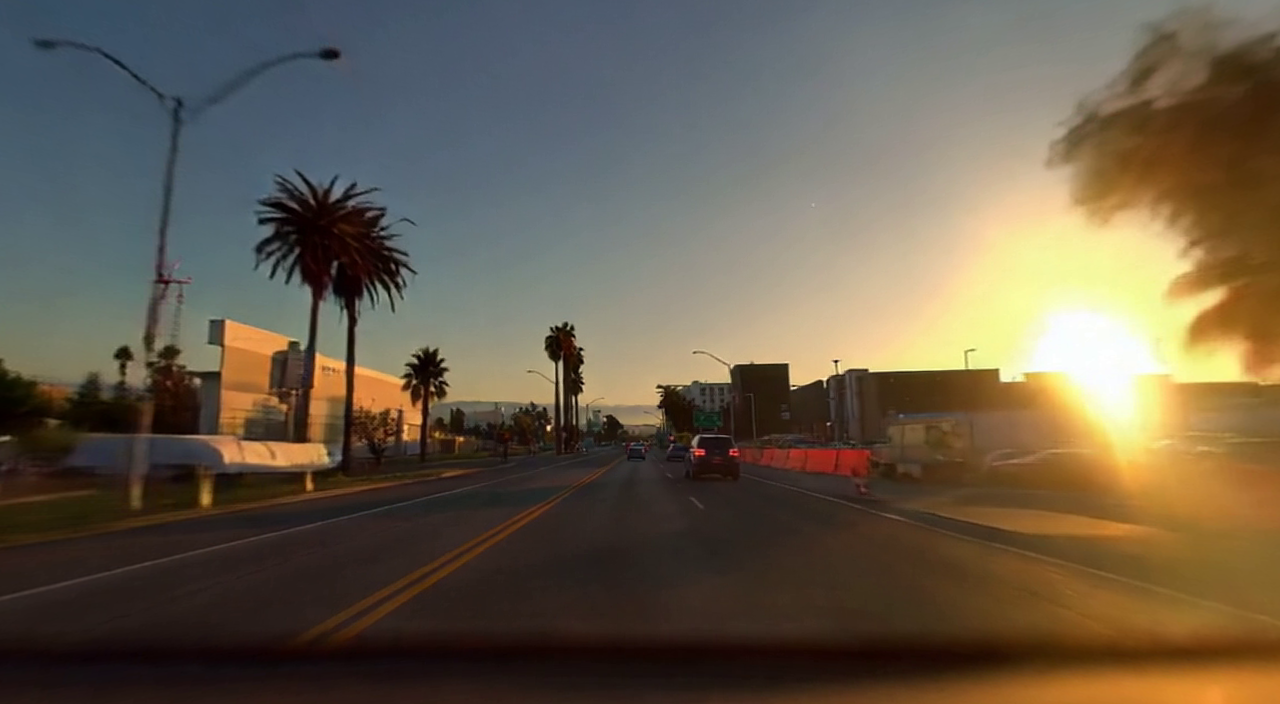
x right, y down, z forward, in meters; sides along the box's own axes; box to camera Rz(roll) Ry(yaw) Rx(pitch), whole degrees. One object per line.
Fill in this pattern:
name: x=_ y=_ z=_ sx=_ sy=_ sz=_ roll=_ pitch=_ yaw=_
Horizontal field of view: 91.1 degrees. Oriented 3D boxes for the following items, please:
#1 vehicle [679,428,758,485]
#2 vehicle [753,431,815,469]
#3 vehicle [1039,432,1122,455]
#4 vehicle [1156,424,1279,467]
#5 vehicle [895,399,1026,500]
vehicle: x=2.908 y=4.070 z=24.860 sx=2.386 sy=1.970 sz=5.665 roll=0 pitch=-8 yaw=0
vehicle: x=10.833 y=7.417 z=48.020 sx=2.799 sy=2.593 sz=7.710 roll=-1 pitch=-8 yaw=0
vehicle: x=30.644 y=6.387 z=43.667 sx=4.762 sy=1.523 sz=1.933 roll=2 pitch=-8 yaw=-13
vehicle: x=30.396 y=4.717 z=31.732 sx=6.580 sy=2.031 sz=2.456 roll=1 pitch=-8 yaw=-3
vehicle: x=11.006 y=3.274 z=21.377 sx=2.609 sy=2.976 sz=4.867 roll=-8 pitch=-11 yaw=41
